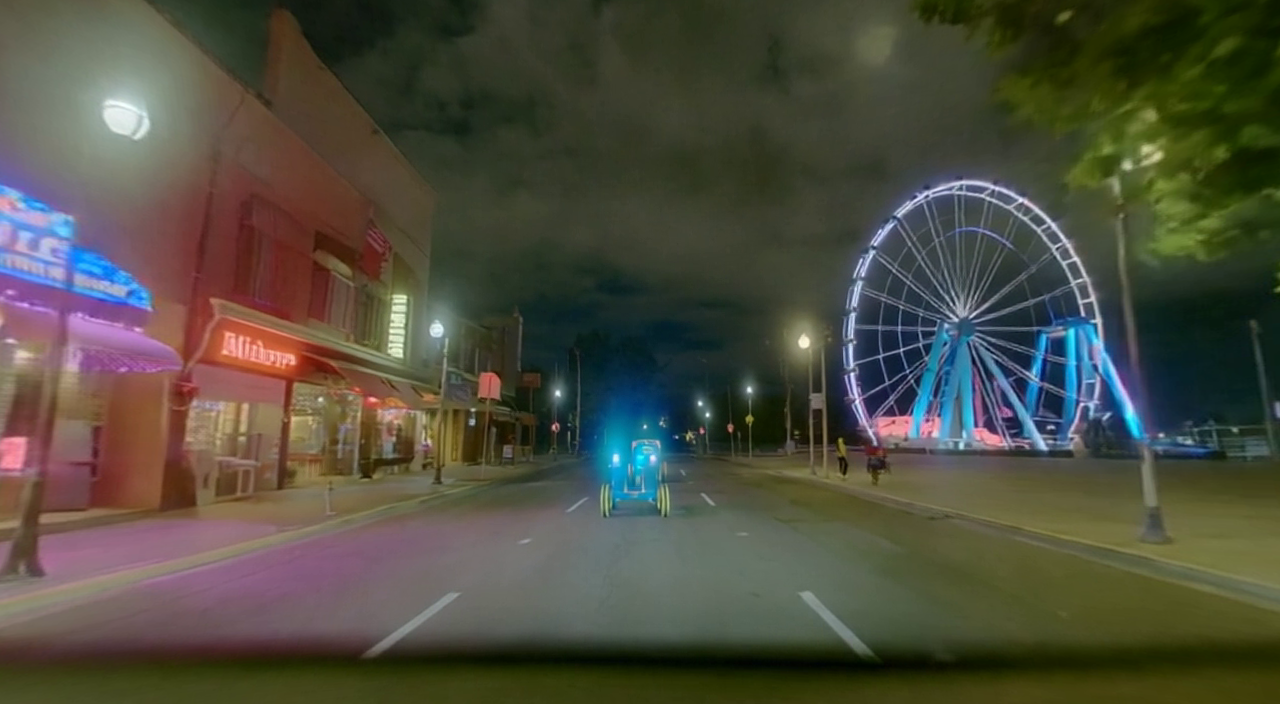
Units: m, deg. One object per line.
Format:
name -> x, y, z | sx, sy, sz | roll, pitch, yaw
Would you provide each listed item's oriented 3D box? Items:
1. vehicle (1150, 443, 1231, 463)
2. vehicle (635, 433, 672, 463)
vehicle -> 41.711, 7.653, 47.844 | 4.120, 1.445, 1.893 | -2, -8, 10
vehicle -> 0.838, 6.087, 39.928 | 2.221, 1.773, 4.228 | -1, -8, 1
